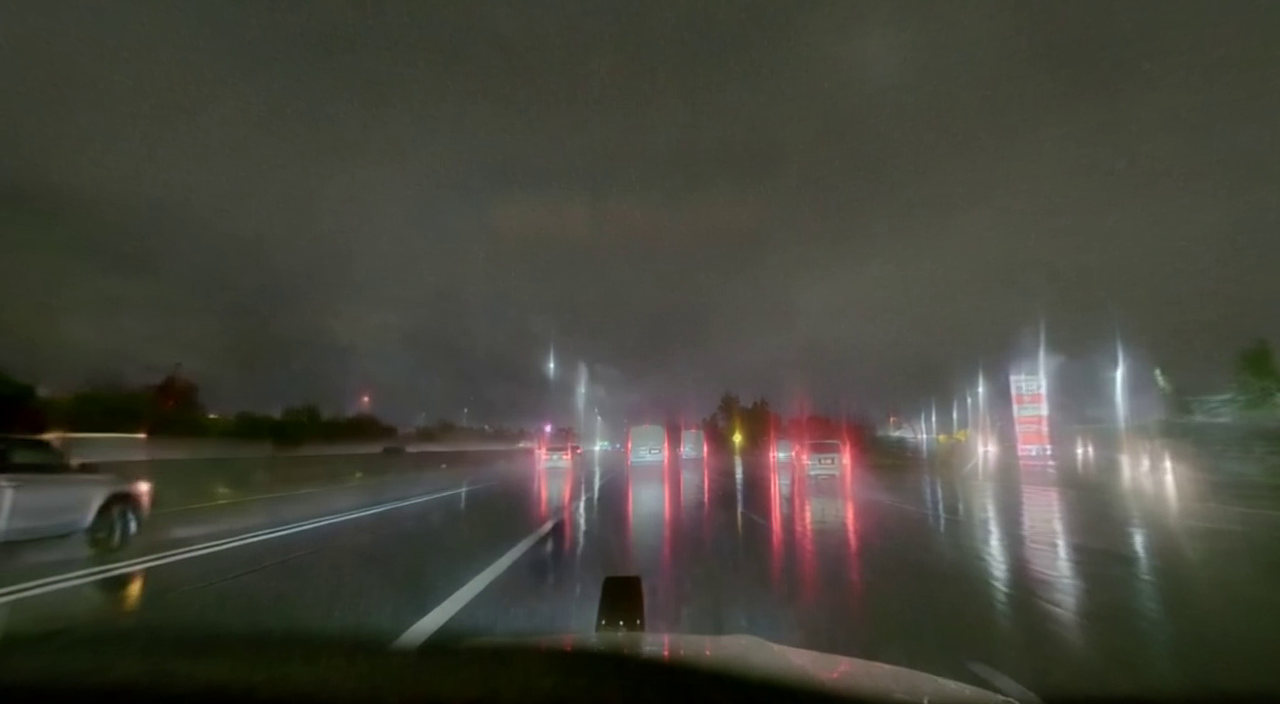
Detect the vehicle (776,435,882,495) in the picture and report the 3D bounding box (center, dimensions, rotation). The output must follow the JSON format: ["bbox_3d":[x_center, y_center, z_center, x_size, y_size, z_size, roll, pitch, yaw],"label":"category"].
[{"bbox_3d":[5.883,3.570,20.229,2.146,1.678,4.489,0,-9,2],"label":"vehicle"}]

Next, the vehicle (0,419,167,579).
[{"bbox_3d":[-7.629,1.491,6.374,2.108,1.619,4.548,0,-9,0],"label":"vehicle"}]

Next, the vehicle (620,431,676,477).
[{"bbox_3d":[0.377,4.919,30.539,2.509,2.062,4.639,0,-9,1],"label":"vehicle"}]

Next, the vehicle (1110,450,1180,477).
[{"bbox_3d":[35.305,7.756,44.194,2.039,1.718,4.674,-2,-9,15],"label":"vehicle"}]

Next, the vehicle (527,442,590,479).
[{"bbox_3d":[-3.671,4.990,29.167,2.173,1.542,4.781,0,-9,1],"label":"vehicle"}]
